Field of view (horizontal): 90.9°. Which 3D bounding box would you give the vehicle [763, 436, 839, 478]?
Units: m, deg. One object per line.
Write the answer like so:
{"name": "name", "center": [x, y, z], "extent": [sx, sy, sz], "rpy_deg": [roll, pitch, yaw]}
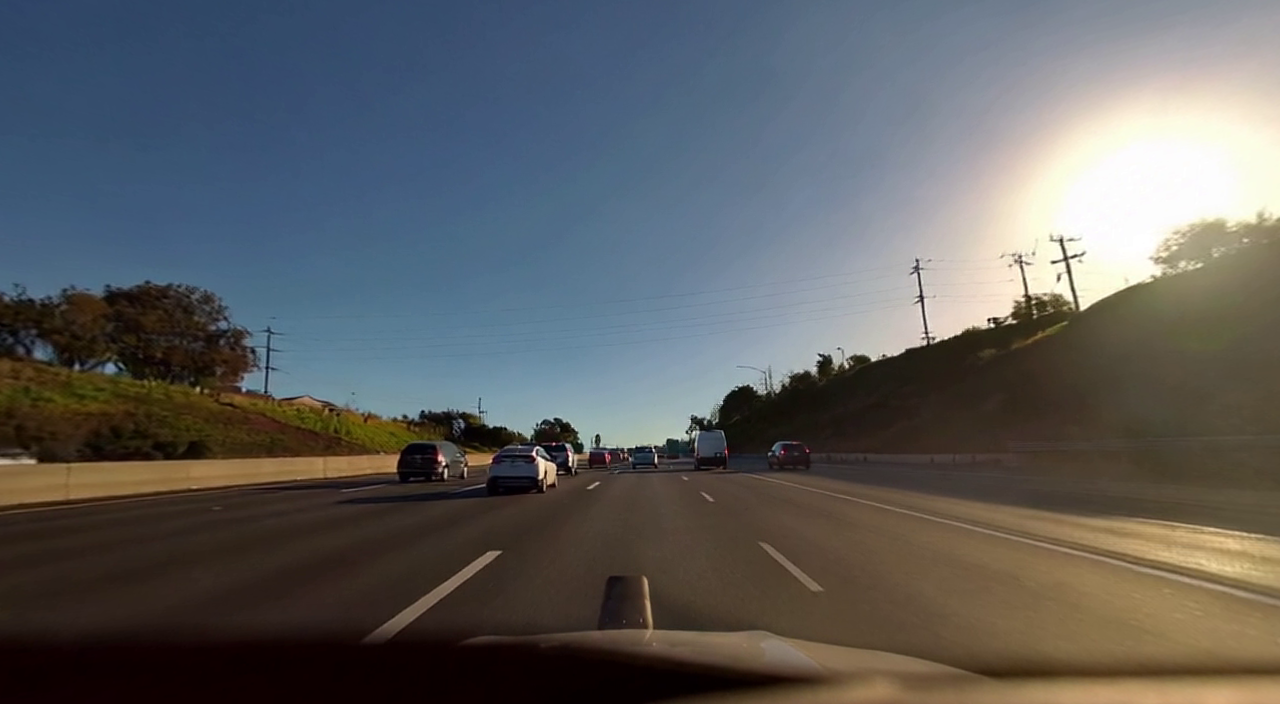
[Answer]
{"name": "vehicle", "center": [7.750, 5.112, 31.021], "extent": [2.304, 1.840, 5.706], "rpy_deg": [0, -9, 1]}

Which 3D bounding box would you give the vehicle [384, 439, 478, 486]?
{"name": "vehicle", "center": [-7.647, 4.085, 23.564], "extent": [1.961, 1.562, 4.301], "rpy_deg": [0, -9, 2]}

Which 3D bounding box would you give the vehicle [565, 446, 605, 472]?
{"name": "vehicle", "center": [-3.391, 6.687, 39.651], "extent": [1.987, 1.466, 4.341], "rpy_deg": [0, -9, 1]}

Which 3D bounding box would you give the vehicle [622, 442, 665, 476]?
{"name": "vehicle", "center": [0.158, 5.598, 33.187], "extent": [2.115, 1.617, 4.102], "rpy_deg": [0, -9, 0]}

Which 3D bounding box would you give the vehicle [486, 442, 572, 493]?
{"name": "vehicle", "center": [-3.463, 3.687, 20.526], "extent": [1.970, 1.483, 4.071], "rpy_deg": [0, -9, 1]}

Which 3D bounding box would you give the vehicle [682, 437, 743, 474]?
{"name": "vehicle", "center": [3.993, 5.851, 35.890], "extent": [2.777, 1.895, 5.710], "rpy_deg": [0, -9, 0]}
